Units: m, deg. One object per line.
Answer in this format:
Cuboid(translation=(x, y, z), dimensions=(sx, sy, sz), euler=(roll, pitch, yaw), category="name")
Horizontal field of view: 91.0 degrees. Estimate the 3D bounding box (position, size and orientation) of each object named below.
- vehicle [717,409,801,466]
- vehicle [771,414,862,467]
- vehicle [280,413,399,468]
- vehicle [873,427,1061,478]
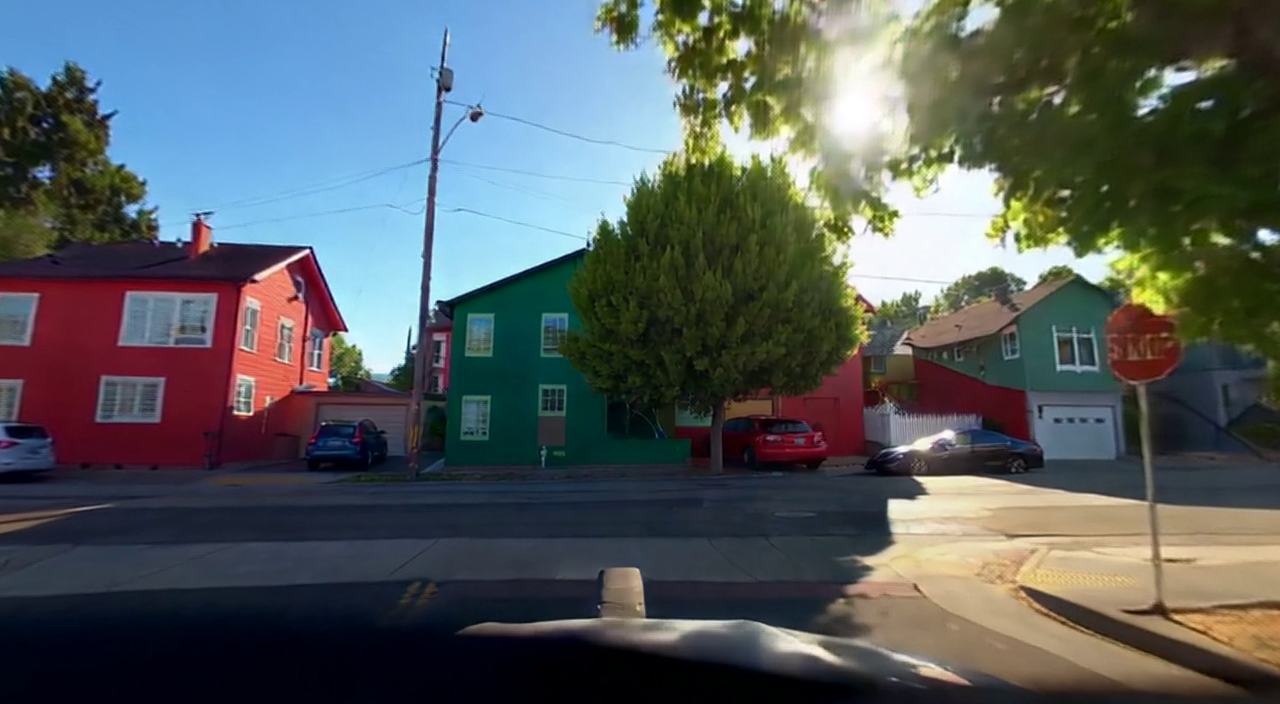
Cuboid(translation=(4.266, 3.114, 23.312), dimensions=(2.081, 1.891, 4.367), euler=(0, -6, -2), category="vehicle")
Cuboid(translation=(6.446, 3.287, 23.471), dimensions=(2.053, 1.756, 4.034), euler=(0, -8, -2), category="vehicle")
Cuboid(translation=(-10.578, 3.204, 22.638), dimensions=(2.091, 1.760, 4.760), euler=(0, -9, -2), category="vehicle")
Cuboid(translation=(9.933, 3.092, 19.426), dimensions=(4.644, 1.482, 1.997), euler=(0, -9, 0), category="vehicle")
